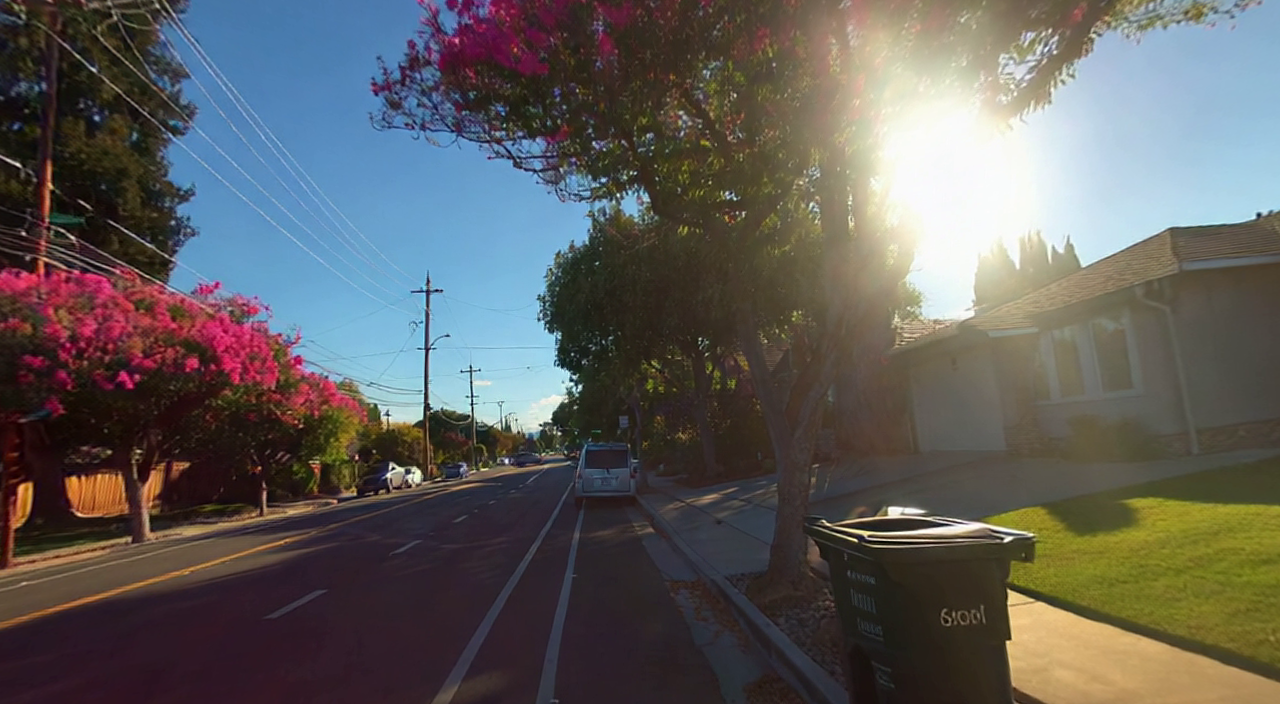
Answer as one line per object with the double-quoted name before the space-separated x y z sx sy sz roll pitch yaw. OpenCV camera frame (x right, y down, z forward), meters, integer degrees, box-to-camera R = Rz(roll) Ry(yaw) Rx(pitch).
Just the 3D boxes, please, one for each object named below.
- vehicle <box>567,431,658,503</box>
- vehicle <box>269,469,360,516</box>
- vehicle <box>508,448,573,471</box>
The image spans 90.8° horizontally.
"vehicle" -0.825 3.079 17.388 2.190 1.708 4.115 0 -8 -4
"vehicle" -13.758 5.921 26.979 1.982 1.660 4.142 1 -8 -6
"vehicle" -7.766 8.333 49.199 4.723 1.679 2.218 2 -9 -18
